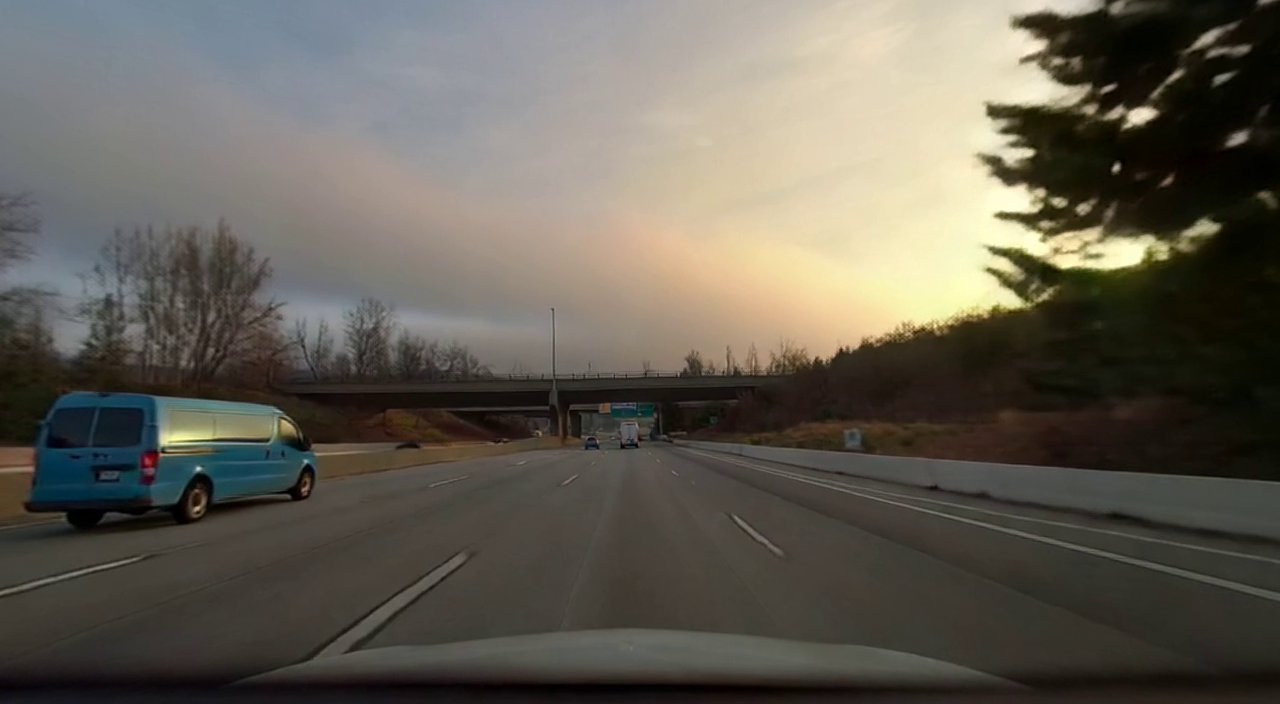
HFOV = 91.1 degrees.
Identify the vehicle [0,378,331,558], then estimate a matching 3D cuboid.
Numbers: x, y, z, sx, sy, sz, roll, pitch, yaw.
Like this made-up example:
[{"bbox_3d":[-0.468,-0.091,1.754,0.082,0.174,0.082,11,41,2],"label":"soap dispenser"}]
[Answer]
[{"bbox_3d":[-7.163,1.640,9.707,2.150,1.996,5.341,0,-8,-2],"label":"vehicle"}]
